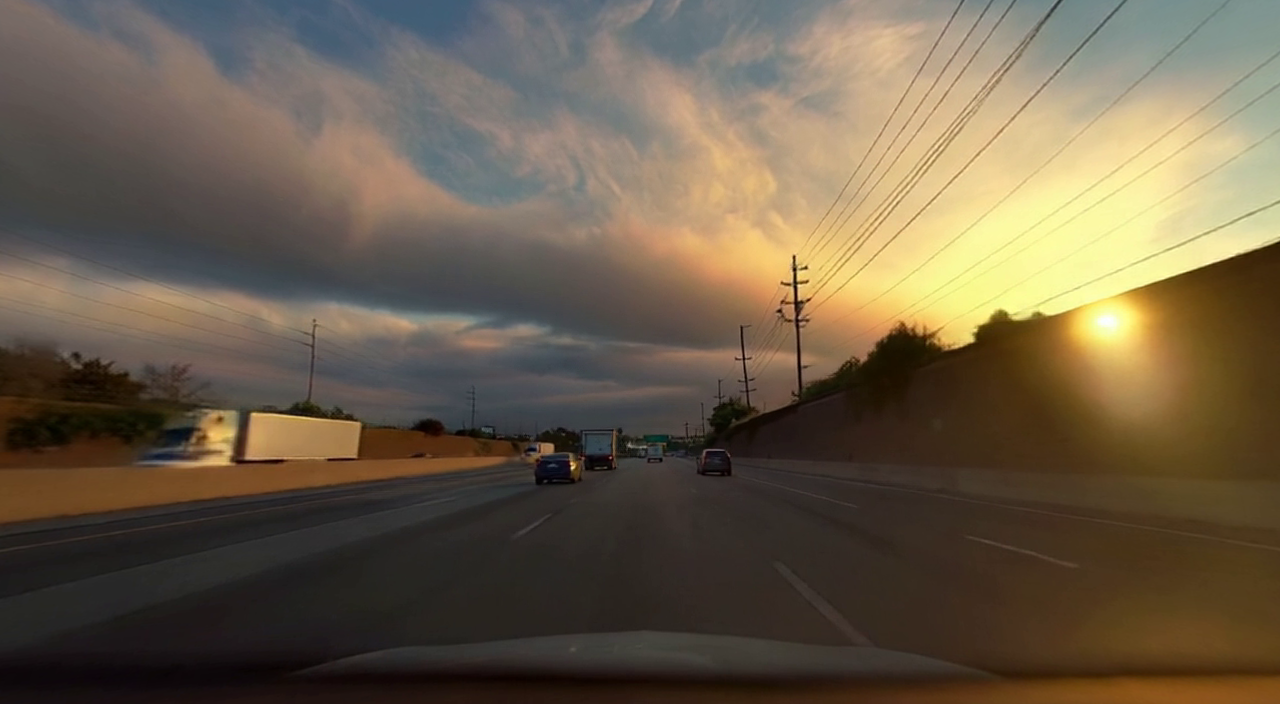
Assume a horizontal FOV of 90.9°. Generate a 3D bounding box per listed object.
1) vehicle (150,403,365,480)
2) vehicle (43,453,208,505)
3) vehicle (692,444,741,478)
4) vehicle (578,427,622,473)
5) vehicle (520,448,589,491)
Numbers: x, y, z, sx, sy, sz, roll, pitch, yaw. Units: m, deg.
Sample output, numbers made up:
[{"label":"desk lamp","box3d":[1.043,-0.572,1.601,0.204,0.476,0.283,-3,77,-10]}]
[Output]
[{"label":"vehicle","box3d":[-23.296,5.882,40.762,3.102,3.946,16.831,0,-9,1]},{"label":"vehicle","box3d":[-15.519,3.811,19.310,1.773,1.382,3.814,0,-9,1]},{"label":"vehicle","box3d":[4.359,6.293,36.622,2.214,1.799,4.627,0,-9,-1]},{"label":"vehicle","box3d":[-2.901,7.354,47.421,2.632,3.153,6.879,0,-9,2]},{"label":"vehicle","box3d":[-3.188,4.474,24.281,2.004,1.498,4.043,0,-9,1]}]
